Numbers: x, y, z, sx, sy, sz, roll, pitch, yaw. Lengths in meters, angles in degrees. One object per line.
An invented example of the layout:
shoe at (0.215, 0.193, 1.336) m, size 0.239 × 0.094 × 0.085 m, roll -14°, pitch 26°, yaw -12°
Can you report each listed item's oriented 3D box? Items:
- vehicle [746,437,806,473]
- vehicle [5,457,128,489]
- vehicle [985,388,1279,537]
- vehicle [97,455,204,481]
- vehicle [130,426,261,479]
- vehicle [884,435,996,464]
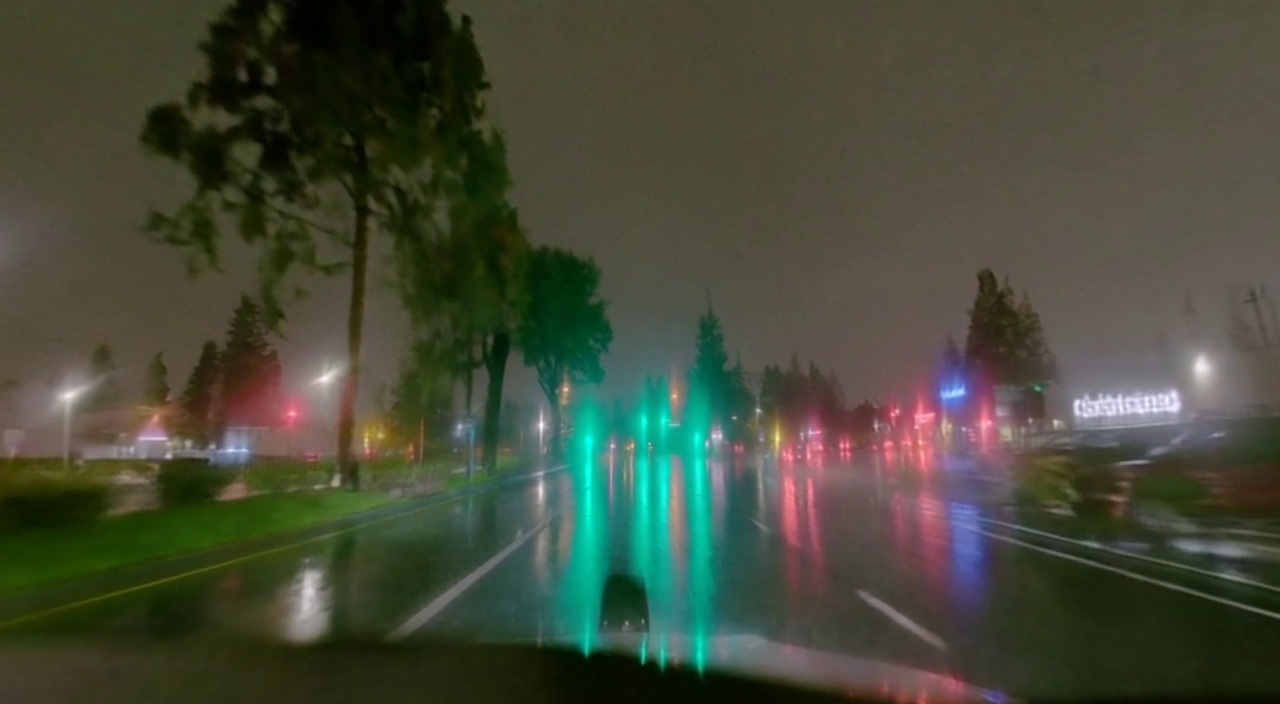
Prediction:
vehicle at (7.142, 5.458, 33.633) m, size 2.084 × 1.736 × 4.754 m, roll 0°, pitch -8°, yaw -1°
vehicle at (-33.152, 6.987, 36.562) m, size 4.993 × 1.742 × 2.124 m, roll 0°, pitch -9°, yaw 0°
vehicle at (8.971, 1.778, 10.363) m, size 5.329 × 2.114 × 2.325 m, roll -3°, pitch -9°, yaw 18°
vehicle at (-32.705, 7.766, 42.209) m, size 5.238 × 1.618 × 2.263 m, roll -1°, pitch -9°, yaw 1°
vehicle at (-32.839, 7.424, 46.810) m, size 7.106 × 3.726 × 3.230 m, roll 0°, pitch -9°, yaw 1°
vehicle at (16.909, 5.509, 35.705) m, size 5.222 × 1.515 × 2.044 m, roll -1°, pitch -9°, yaw -1°
